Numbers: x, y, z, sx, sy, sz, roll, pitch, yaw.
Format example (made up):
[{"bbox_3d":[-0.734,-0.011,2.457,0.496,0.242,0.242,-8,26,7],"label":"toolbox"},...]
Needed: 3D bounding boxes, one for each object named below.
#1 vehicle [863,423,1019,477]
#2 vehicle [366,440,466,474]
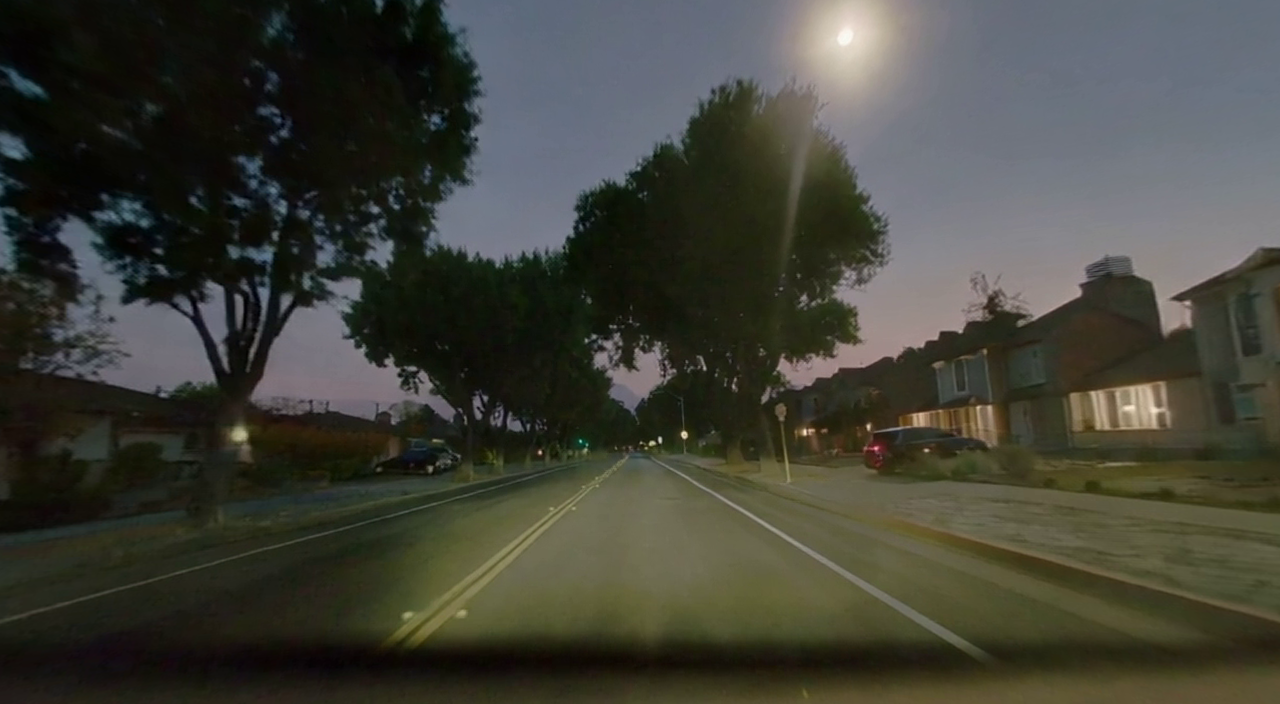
[{"bbox_3d":[10.403,3.414,22.141,4.449,1.765,1.917,0,-8,3],"label":"vehicle"},{"bbox_3d":[-12.846,6.022,36.422,4.928,1.848,2.041,0,-8,0],"label":"vehicle"}]
